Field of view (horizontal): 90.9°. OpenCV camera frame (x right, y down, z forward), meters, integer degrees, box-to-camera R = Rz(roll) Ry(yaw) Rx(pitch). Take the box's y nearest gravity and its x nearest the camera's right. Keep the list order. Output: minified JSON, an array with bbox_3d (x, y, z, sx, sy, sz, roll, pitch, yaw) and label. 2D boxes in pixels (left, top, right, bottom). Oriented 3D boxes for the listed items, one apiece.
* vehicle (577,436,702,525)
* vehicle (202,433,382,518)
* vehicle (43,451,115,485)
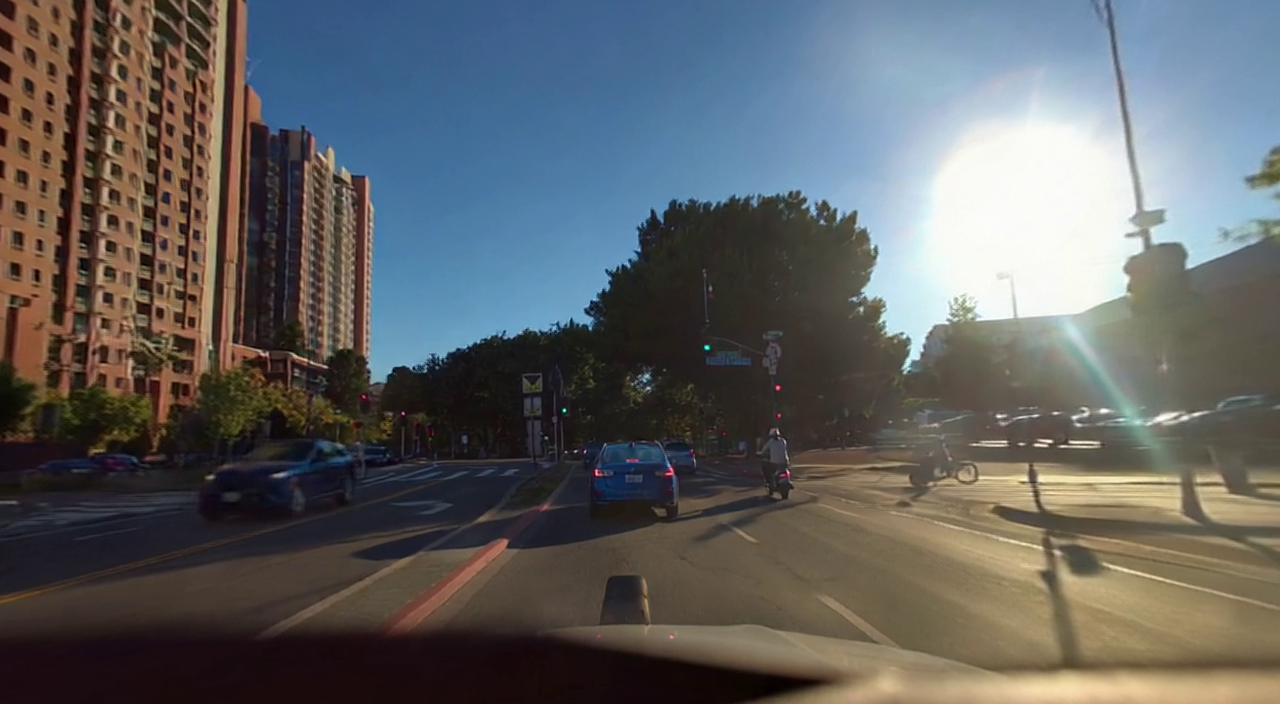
[{"bbox_3d":[-0.119,2.479,12.720,2.118,1.480,3.949,0,-9,-3],"label":"vehicle"},{"bbox_3d":[-8.053,2.864,15.146,1.993,1.692,4.226,0,-9,-2],"label":"vehicle"},{"bbox_3d":[-32.201,6.587,36.148,4.653,1.795,2.163,-7,-11,38],"label":"vehicle"}]
